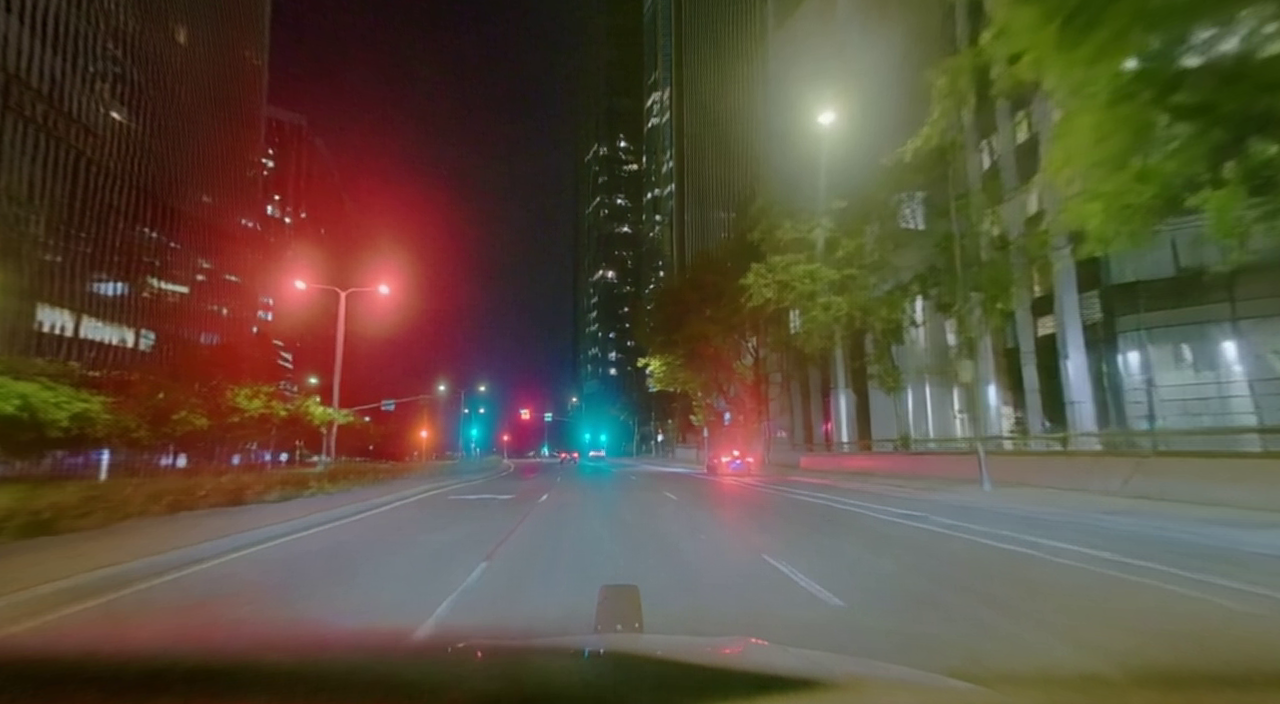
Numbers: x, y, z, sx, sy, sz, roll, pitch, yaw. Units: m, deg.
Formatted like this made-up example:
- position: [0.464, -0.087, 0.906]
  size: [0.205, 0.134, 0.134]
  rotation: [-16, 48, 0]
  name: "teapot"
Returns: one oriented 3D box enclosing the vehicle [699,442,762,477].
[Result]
- position: [4.582, 5.542, 32.764]
  size: [2.042, 1.635, 4.858]
  rotation: [1, -9, -6]
  name: "vehicle"
